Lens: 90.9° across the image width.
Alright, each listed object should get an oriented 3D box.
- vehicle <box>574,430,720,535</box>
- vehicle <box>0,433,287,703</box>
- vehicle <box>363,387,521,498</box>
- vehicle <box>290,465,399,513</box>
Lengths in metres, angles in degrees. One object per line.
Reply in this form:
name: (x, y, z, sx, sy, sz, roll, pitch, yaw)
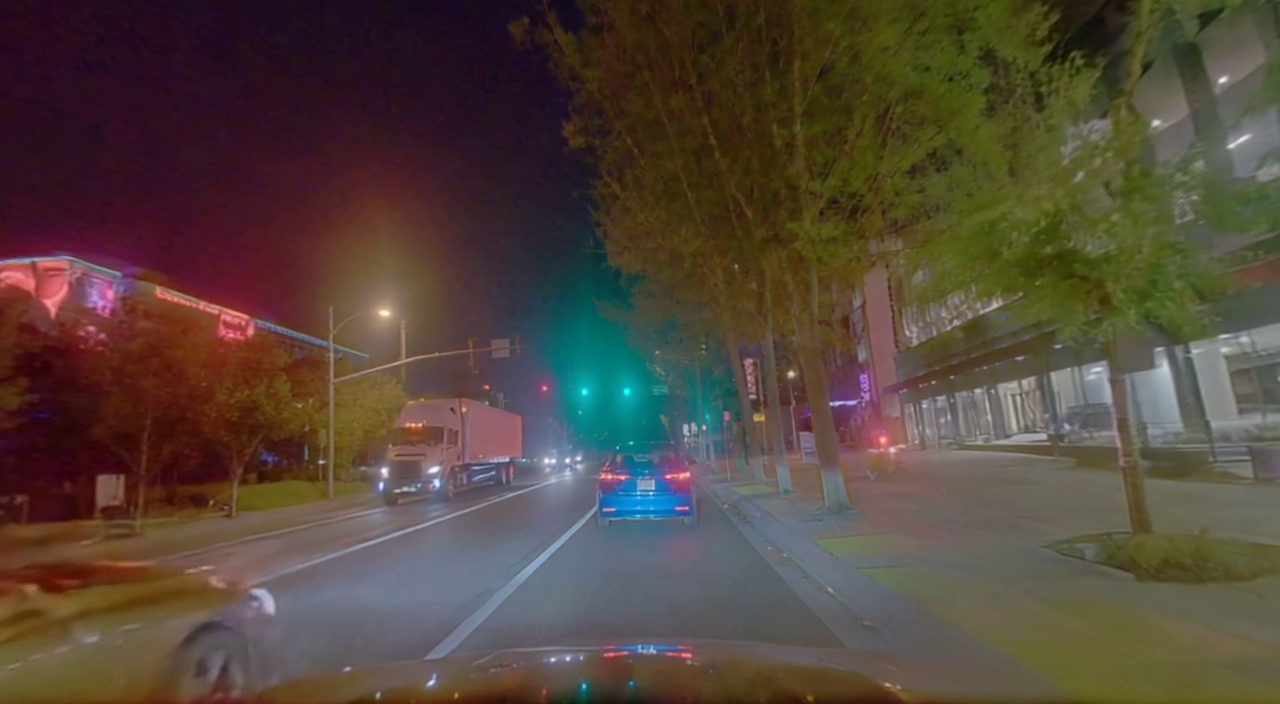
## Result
vehicle: (0.141, 2.173, 11.076, 2.094, 1.478, 3.922, 0, -8, 1)
vehicle: (-2.907, 0.793, 0.695, 2.099, 1.424, 4.843, -1, -8, 2)
vehicle: (-8.205, 4.098, 28.484, 2.986, 3.933, 11.600, -1, -8, 2)
vehicle: (-11.201, 5.187, 24.262, 2.010, 1.483, 4.324, -1, -8, 1)
